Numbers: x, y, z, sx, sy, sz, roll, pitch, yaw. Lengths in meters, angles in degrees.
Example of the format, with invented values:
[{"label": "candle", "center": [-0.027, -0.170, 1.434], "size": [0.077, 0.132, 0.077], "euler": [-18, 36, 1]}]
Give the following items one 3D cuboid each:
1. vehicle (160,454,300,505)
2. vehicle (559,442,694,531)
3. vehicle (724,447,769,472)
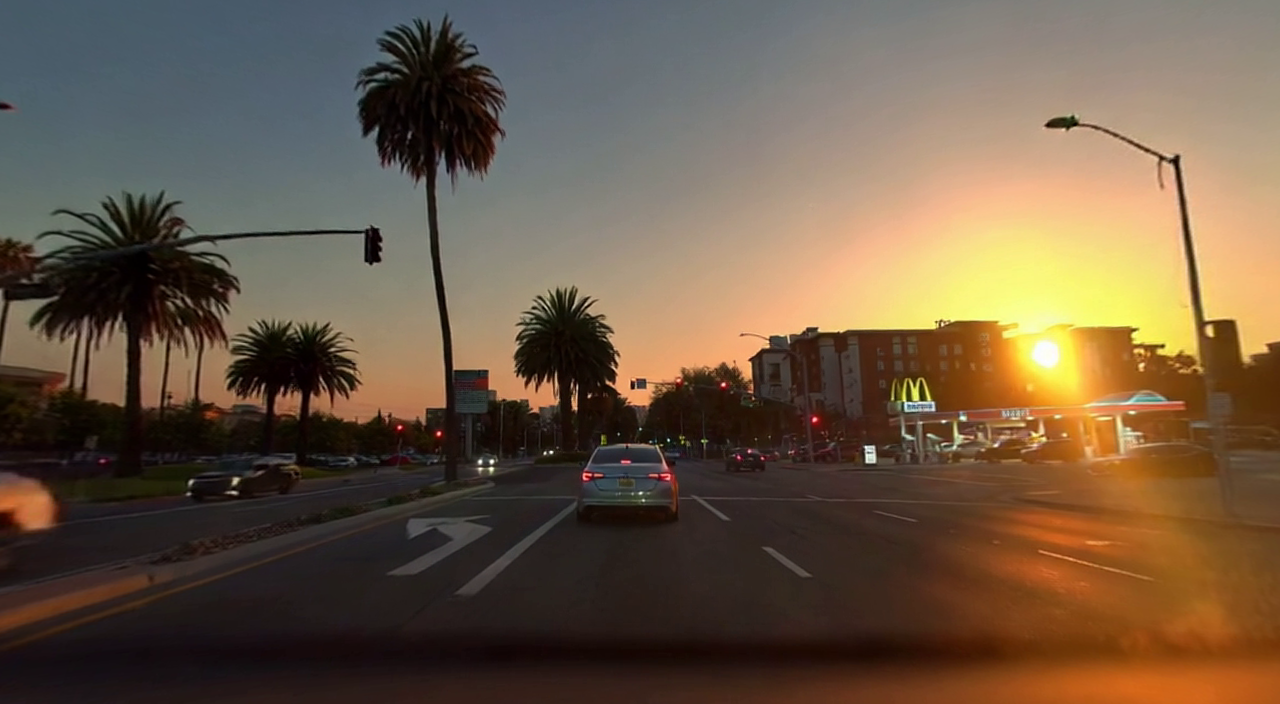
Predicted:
[{"label": "vehicle", "center": [-15.211, 4.719, 23.850], "size": [2.120, 1.629, 4.686], "euler": [0, -8, 0]}, {"label": "vehicle", "center": [-0.247, 2.606, 12.988], "size": [2.270, 1.475, 4.571], "euler": [0, -8, -1]}, {"label": "vehicle", "center": [6.733, 6.812, 40.354], "size": [2.017, 1.491, 4.420], "euler": [0, -8, -1]}]
